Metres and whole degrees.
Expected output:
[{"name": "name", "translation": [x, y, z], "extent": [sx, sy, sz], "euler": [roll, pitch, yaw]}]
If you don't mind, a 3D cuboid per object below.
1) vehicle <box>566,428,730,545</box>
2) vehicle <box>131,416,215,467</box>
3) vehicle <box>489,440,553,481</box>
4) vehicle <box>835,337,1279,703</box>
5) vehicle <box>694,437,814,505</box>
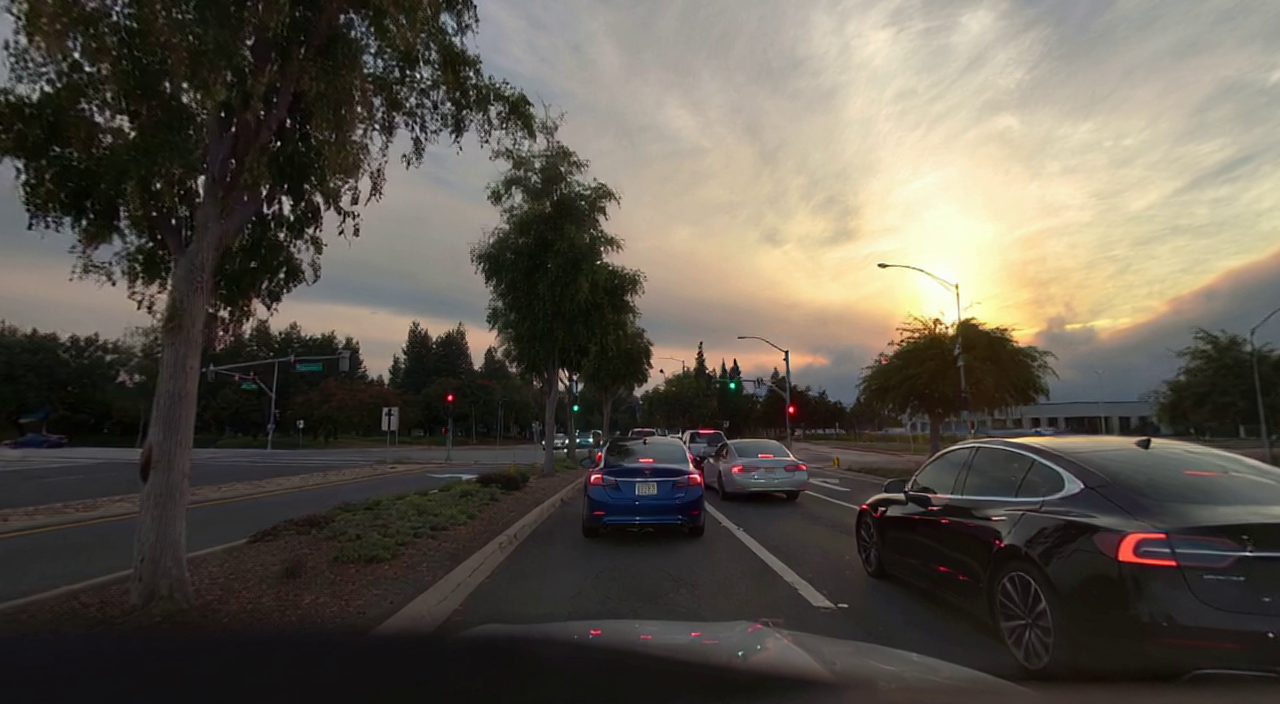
[{"name": "vehicle", "translation": [0.026, 2.079, 10.470], "extent": [2.147, 1.499, 4.240], "euler": [0, -8, -2]}, {"name": "vehicle", "translation": [-29.263, 5.626, 39.708], "extent": [2.608, 2.990, 3.026], "euler": [2, -8, 2]}, {"name": "vehicle", "translation": [-4.634, 4.281, 25.251], "extent": [1.972, 1.457, 4.171], "euler": [0, -8, -4]}, {"name": "vehicle", "translation": [3.181, 1.105, 4.309], "extent": [2.167, 1.676, 4.443], "euler": [0, -8, -1]}, {"name": "vehicle", "translation": [2.692, 2.927, 16.035], "extent": [2.058, 1.466, 4.208], "euler": [0, -8, -3]}]
